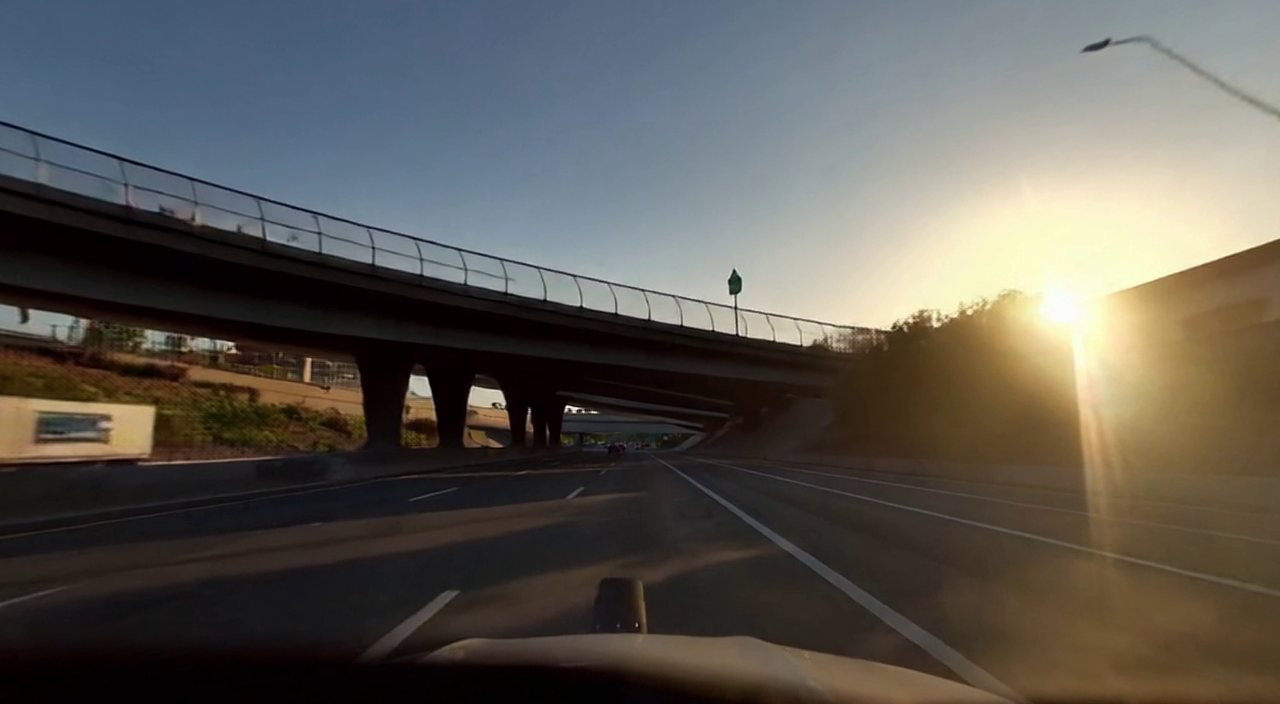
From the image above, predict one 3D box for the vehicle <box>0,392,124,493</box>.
[{"bbox_3d":[-26.920,3.496,24.190,3.064,3.961,13.704,-1,-9,-2],"label":"vehicle"}]
